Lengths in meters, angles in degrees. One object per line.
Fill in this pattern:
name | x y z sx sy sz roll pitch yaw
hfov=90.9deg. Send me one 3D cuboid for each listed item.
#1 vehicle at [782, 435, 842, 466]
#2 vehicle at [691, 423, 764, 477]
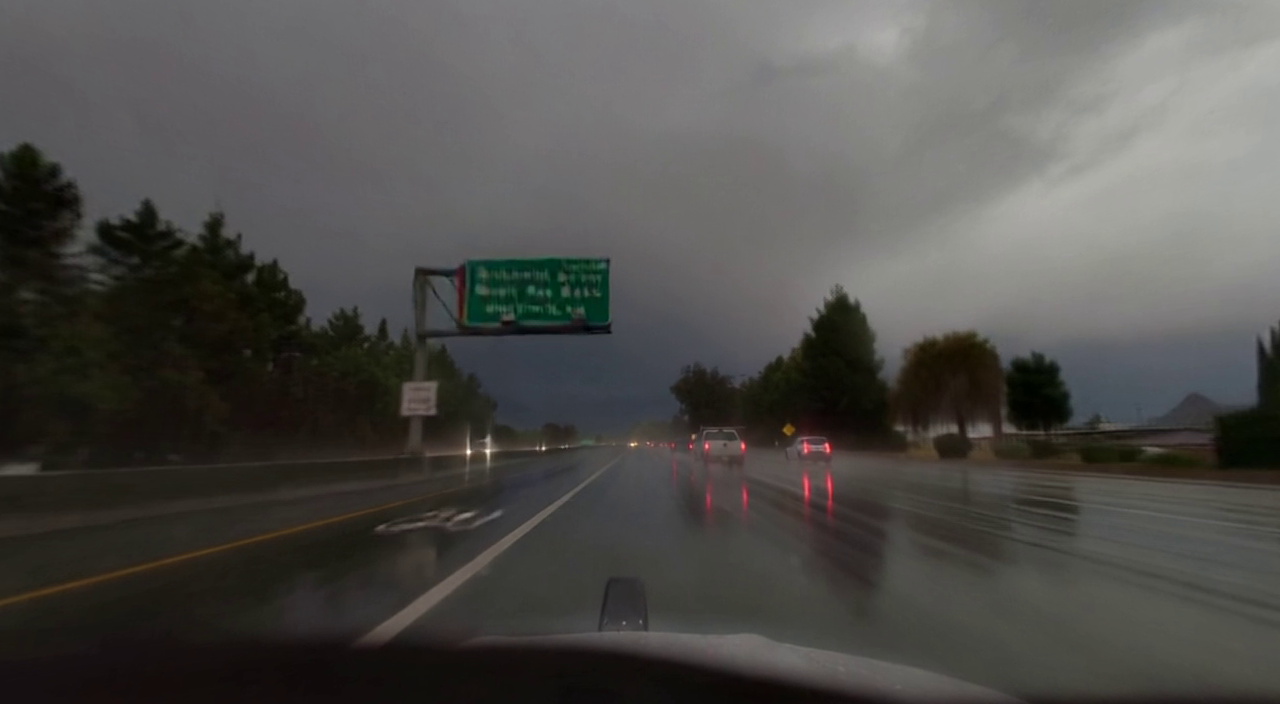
vehicle | 9.910 5.714 36.799 2.045 1.658 4.598 0 -8 -2
vehicle | 3.495 4.060 26.376 2.218 1.964 5.662 0 -8 0
